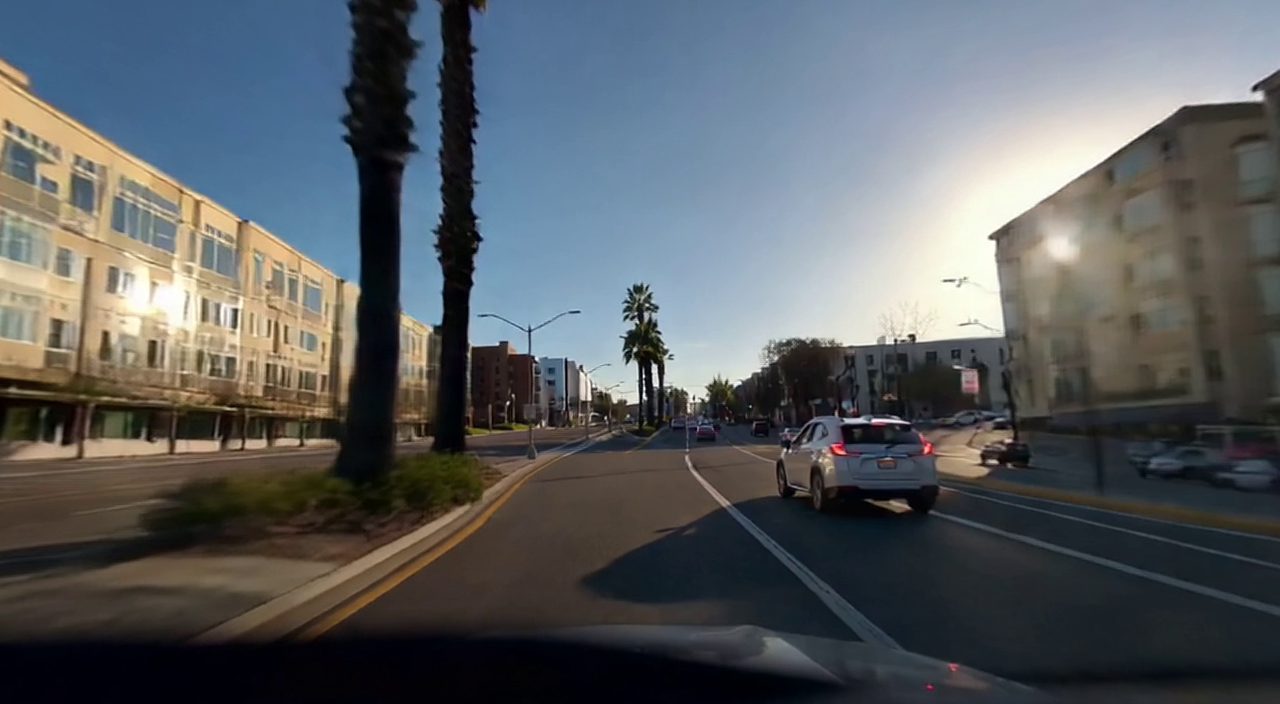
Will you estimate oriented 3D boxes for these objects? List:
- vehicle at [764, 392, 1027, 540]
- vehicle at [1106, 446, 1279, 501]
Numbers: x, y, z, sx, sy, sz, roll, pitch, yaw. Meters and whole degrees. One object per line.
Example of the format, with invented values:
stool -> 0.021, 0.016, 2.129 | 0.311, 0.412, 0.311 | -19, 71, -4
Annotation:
vehicle -> 3.606, 1.756, 10.168 | 2.219, 1.795, 4.718 | 0, -9, 0
vehicle -> 17.627, 3.848, 20.407 | 1.818, 1.568, 4.309 | 0, -9, 0
